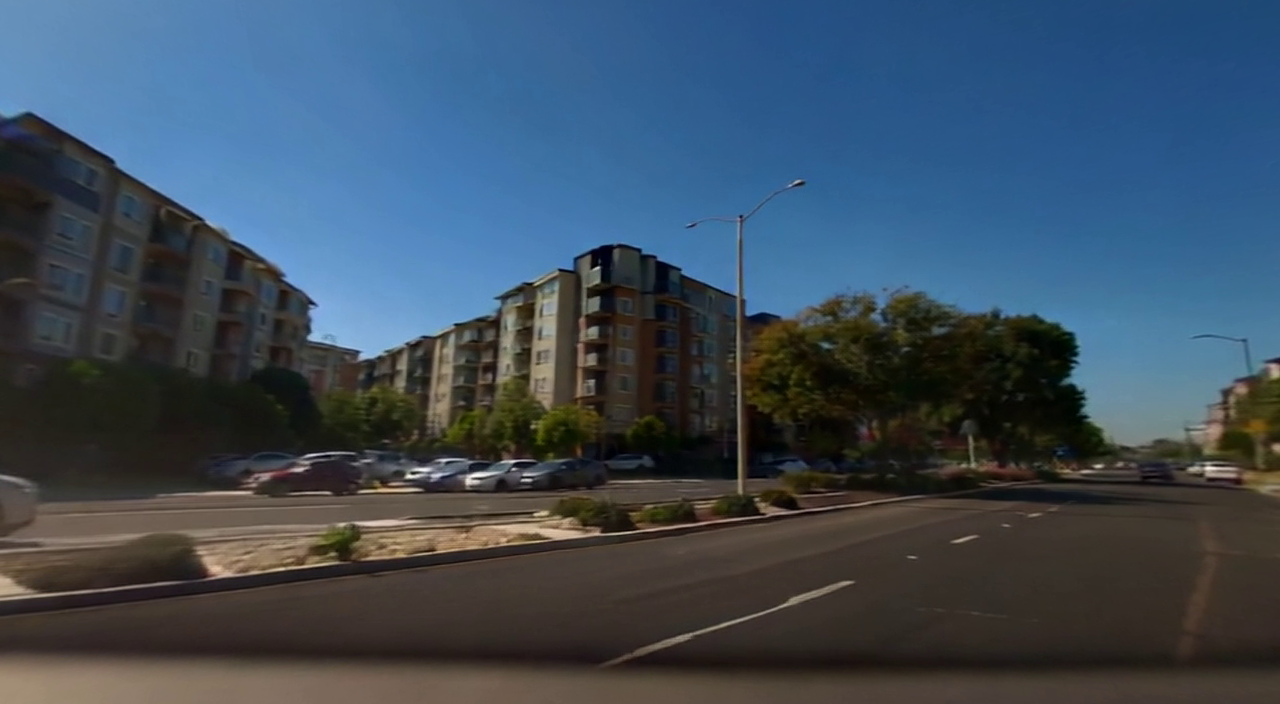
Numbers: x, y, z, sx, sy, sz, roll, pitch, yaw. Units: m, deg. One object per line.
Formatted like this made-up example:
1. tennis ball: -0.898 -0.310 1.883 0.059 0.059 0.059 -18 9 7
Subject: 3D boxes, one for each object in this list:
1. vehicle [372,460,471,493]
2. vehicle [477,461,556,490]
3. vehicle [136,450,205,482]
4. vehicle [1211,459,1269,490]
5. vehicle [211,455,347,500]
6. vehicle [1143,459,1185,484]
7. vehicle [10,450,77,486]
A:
1. vehicle: -10.908 6.274 31.781 1.933 1.479 4.718 -6 -12 24
2. vehicle: -7.265 7.279 37.408 1.816 1.496 4.384 -7 -11 39
3. vehicle: -23.719 5.717 31.747 4.020 1.464 1.886 -7 -12 41
4. vehicle: 40.796 8.281 42.893 2.241 1.877 4.810 -7 -11 38
5. vehicle: -15.708 5.418 27.645 1.858 1.739 4.706 -7 -12 40
6. vehicle: 40.841 9.260 49.079 2.303 1.741 4.436 -7 -11 39
7. vehicle: -27.057 5.186 28.515 3.975 1.485 1.908 -8 -13 44
